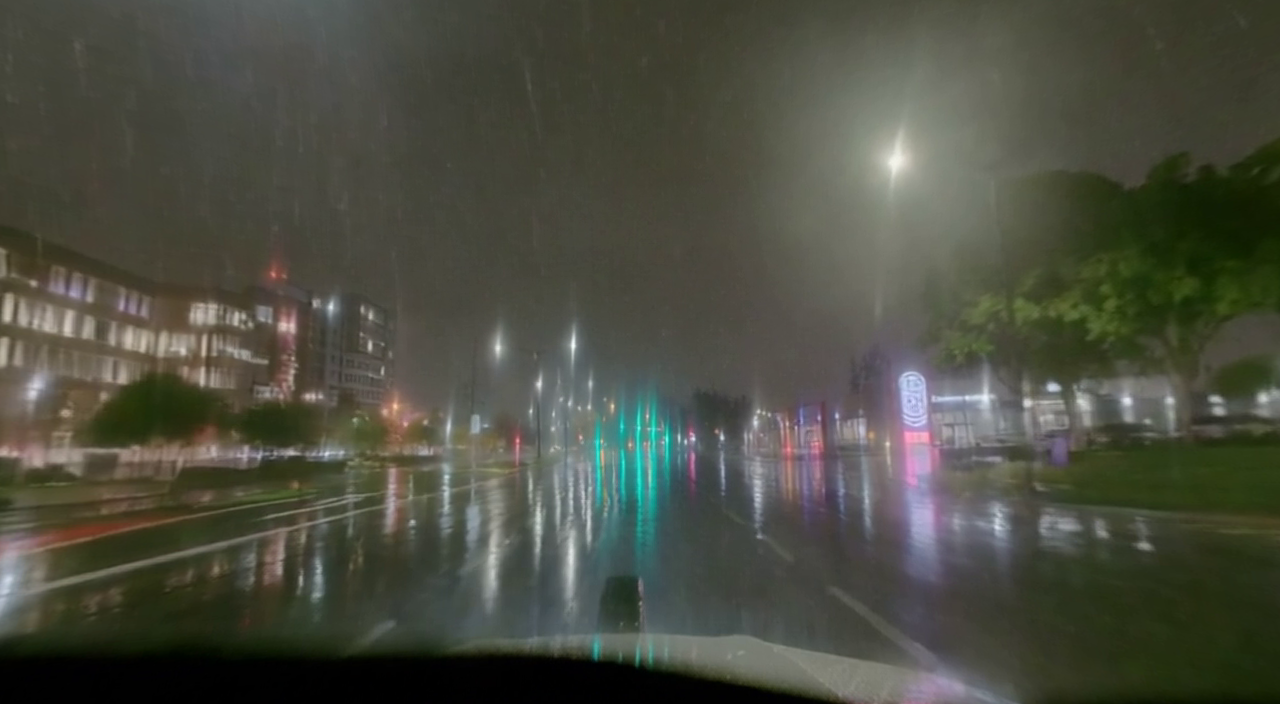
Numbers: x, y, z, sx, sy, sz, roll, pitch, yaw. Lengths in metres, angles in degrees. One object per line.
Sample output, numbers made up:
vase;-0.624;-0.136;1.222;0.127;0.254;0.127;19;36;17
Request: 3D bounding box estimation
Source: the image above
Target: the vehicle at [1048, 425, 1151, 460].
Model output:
vehicle;29.700;5.813;40.798;6.327;1.962;2.210;1;-9;-23
